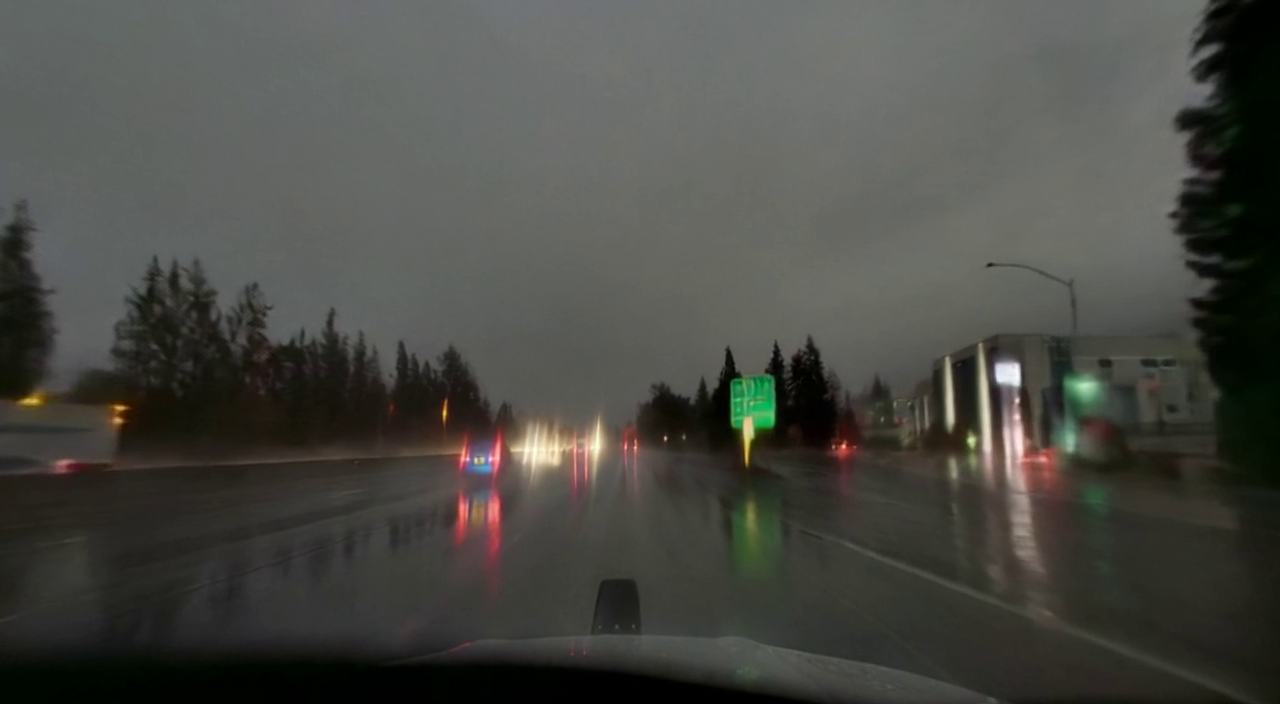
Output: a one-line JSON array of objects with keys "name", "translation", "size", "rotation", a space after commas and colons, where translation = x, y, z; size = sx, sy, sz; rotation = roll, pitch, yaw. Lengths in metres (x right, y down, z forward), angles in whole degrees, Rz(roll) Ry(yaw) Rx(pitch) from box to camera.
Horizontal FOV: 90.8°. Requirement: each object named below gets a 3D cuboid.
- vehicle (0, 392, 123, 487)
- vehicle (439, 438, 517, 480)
[{"name": "vehicle", "translation": [-29.419, 3.825, 27.631], "size": [2.862, 4.134, 12.781], "rotation": [0, -9, -1]}, {"name": "vehicle", "translation": [-6.763, 4.527, 26.966], "size": [2.016, 1.606, 4.806], "rotation": [0, -8, 1]}]
